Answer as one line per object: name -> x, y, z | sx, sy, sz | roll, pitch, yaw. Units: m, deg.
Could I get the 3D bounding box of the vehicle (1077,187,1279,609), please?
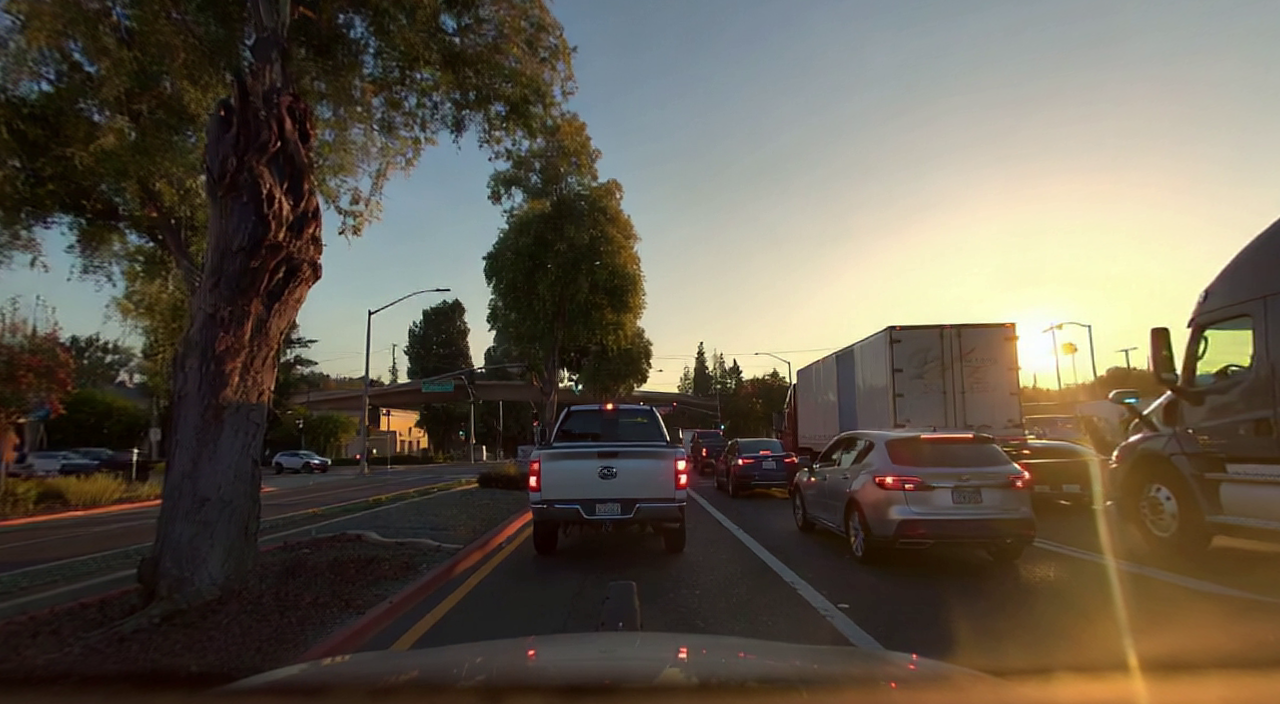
vehicle -> 6.514, 0.114, 3.414 | 2.802, 3.322, 7.429 | 0, -9, -1

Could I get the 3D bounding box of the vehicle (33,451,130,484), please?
vehicle -> -28.566, 5.896, 32.491 | 1.730, 1.534, 3.922 | 1, -9, -8

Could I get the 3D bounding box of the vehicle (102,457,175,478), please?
vehicle -> -38.195, 8.787, 48.131 | 4.150, 1.474, 1.826 | -1, -9, 6

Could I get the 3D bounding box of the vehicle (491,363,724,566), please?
vehicle -> -0.365, 1.595, 9.455 | 2.499, 2.183, 5.111 | 0, -9, 0

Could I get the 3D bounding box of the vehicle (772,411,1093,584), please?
vehicle -> 3.247, 1.736, 8.436 | 1.905, 1.587, 4.998 | 0, -9, 0
